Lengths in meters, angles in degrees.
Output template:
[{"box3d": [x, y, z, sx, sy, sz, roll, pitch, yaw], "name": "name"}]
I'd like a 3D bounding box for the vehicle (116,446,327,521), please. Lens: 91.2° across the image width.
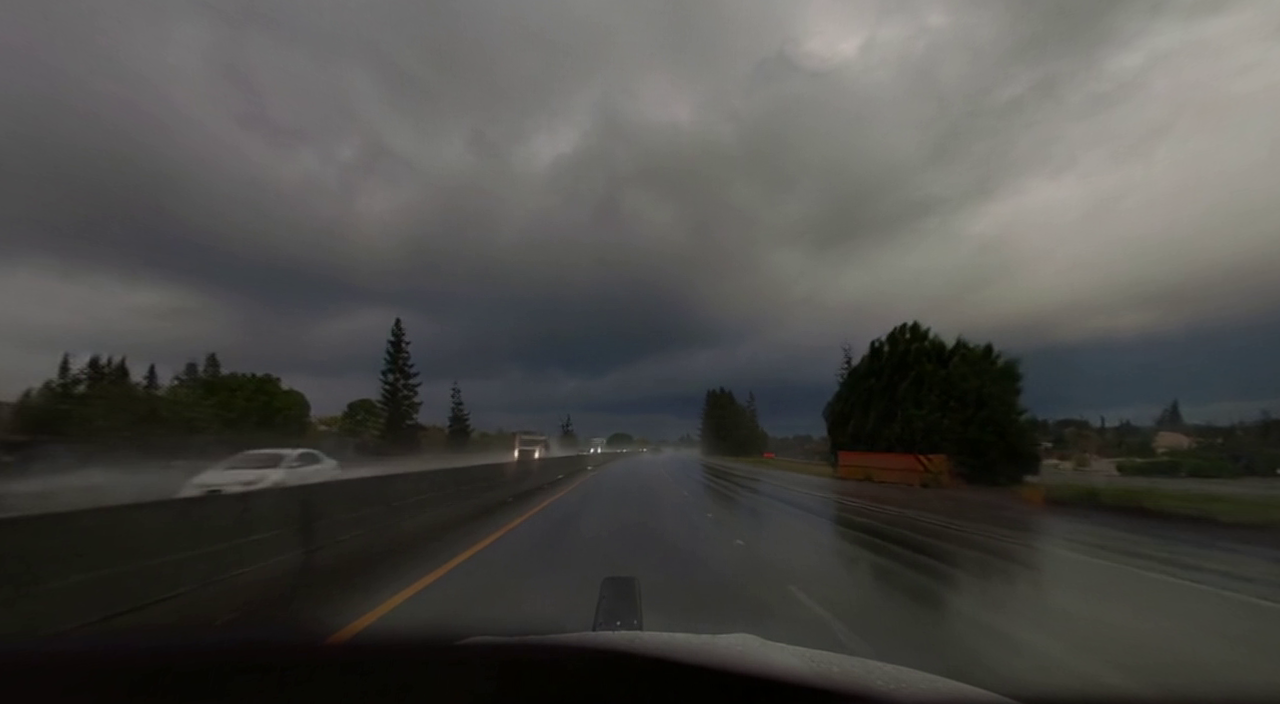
[{"box3d": [-9.718, 3.048, 15.136, 2.026, 1.496, 4.495, 0, -9, -1], "name": "vehicle"}]
